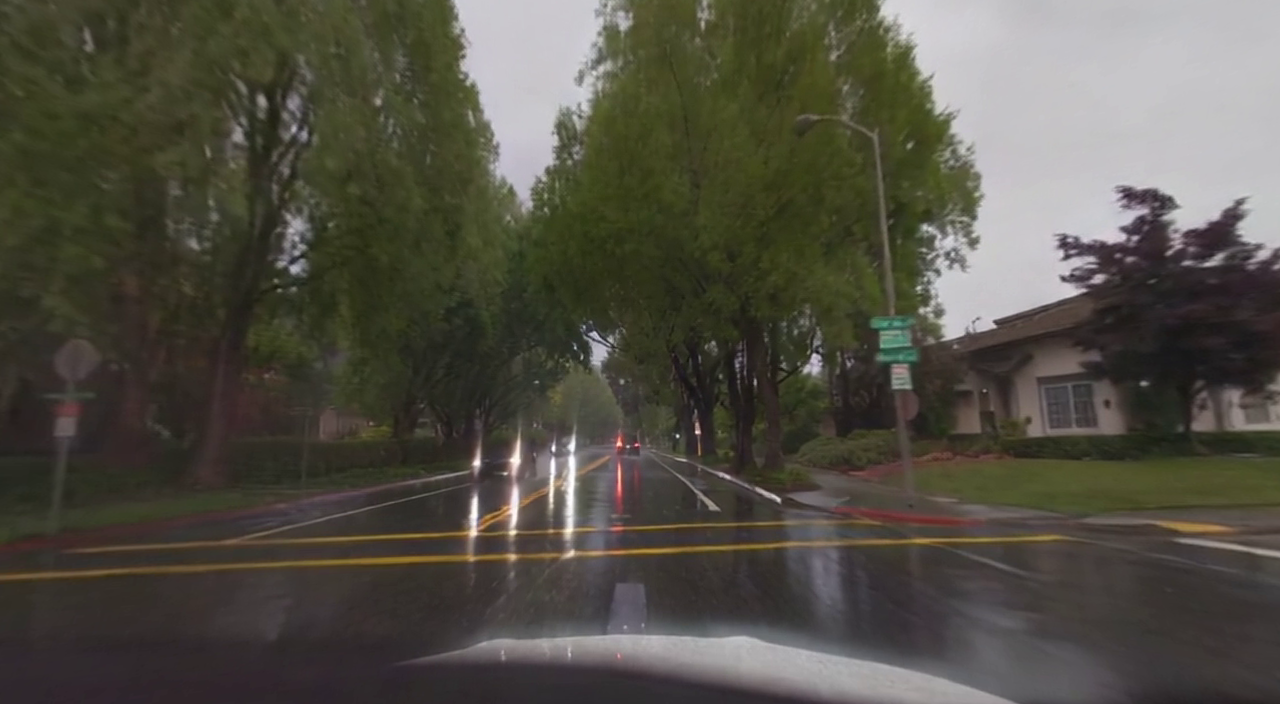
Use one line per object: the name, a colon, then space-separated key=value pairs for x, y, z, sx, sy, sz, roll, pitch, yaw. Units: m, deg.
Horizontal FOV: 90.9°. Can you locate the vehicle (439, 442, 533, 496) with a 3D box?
vehicle: x=-4.831 y=3.714 z=20.446 sx=1.938 sy=1.519 sz=4.227 roll=0 pitch=-8 yaw=1
